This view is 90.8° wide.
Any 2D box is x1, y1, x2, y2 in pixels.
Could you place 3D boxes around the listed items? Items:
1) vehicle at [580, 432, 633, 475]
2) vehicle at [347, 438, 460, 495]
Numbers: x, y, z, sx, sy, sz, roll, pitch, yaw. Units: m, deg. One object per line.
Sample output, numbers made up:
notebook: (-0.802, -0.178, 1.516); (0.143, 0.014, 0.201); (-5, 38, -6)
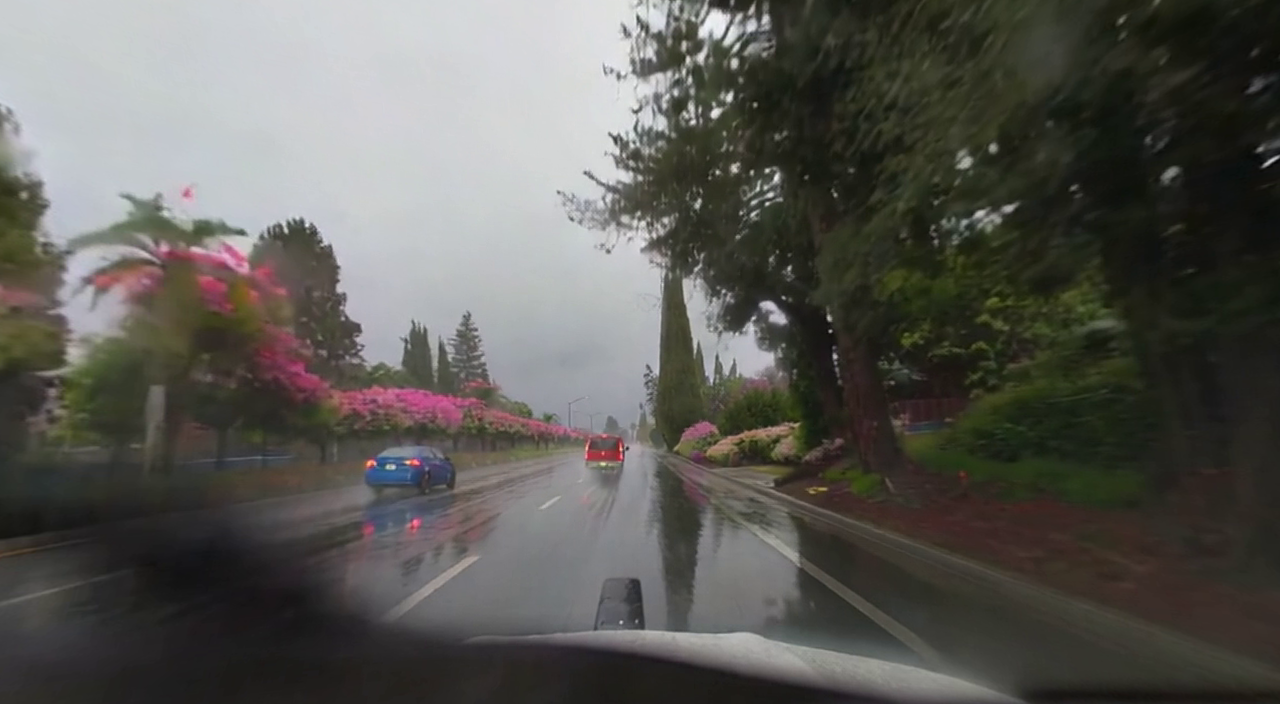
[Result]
vehicle: (-1.438, 4.569, 28.625); (2.070, 1.764, 4.552); (-1, -8, 1)
vehicle: (-7.611, 3.696, 20.878); (1.993, 1.657, 4.487); (-1, -8, 0)
